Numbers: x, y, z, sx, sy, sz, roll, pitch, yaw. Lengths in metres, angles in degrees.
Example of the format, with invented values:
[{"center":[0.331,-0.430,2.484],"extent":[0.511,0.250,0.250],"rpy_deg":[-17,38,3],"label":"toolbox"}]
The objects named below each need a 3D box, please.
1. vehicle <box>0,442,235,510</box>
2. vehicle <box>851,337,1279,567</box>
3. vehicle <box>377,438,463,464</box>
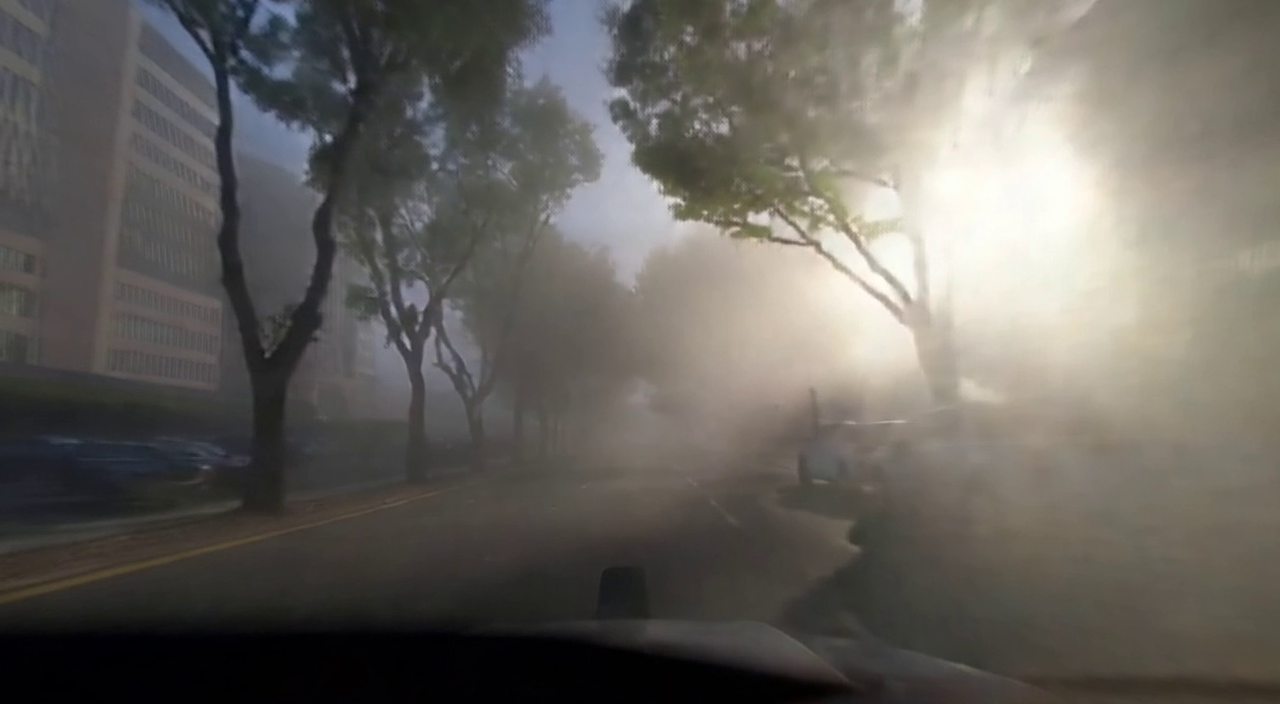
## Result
[{"center":[-13.138,2.950,15.229],"extent":[5.269,1.491,2.133],"rpy_deg":[-1,-8,2],"label":"vehicle"},{"center":[5.751,1.529,10.071],"extent":[2.596,2.509,6.178],"rpy_deg":[0,-8,0],"label":"vehicle"},{"center":[-14.548,6.600,42.000],"extent":[4.954,1.614,2.227],"rpy_deg":[0,-9,-5],"label":"vehicle"}]
